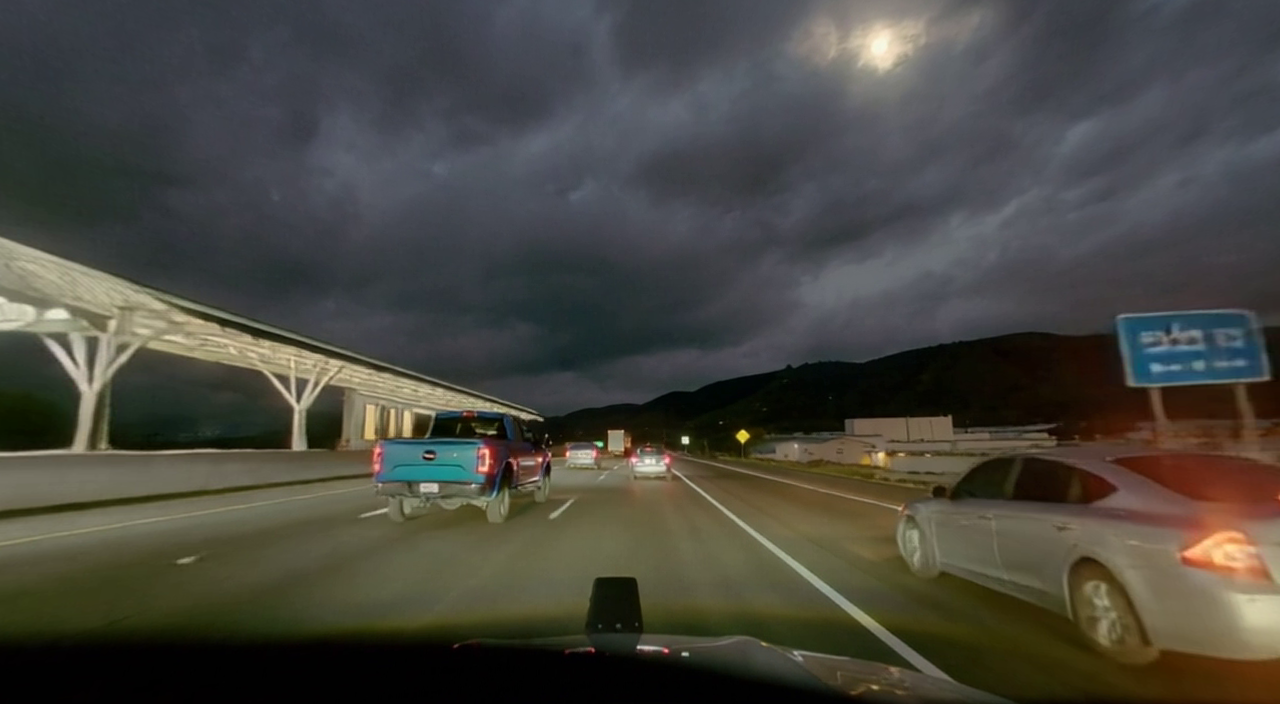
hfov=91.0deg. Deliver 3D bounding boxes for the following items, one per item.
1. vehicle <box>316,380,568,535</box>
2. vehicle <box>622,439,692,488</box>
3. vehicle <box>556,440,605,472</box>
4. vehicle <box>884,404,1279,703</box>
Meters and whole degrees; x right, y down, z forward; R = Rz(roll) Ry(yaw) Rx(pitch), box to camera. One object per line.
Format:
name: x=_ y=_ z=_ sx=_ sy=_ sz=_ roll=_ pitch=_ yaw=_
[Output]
vehicle: x=-3.247 y=2.018 z=12.569 sx=2.733 sy=2.230 sz=6.820 roll=0 pitch=-8 yaw=1
vehicle: x=0.516 y=3.783 z=21.723 sx=2.171 sy=1.493 sz=4.081 roll=0 pitch=-8 yaw=0
vehicle: x=-3.135 y=5.621 z=34.340 sx=2.151 sy=1.613 sz=4.786 roll=0 pitch=-8 yaw=1
vehicle: x=3.707 y=1.252 z=4.460 sx=2.023 sy=1.510 sz=4.773 roll=0 pitch=-8 yaw=0
